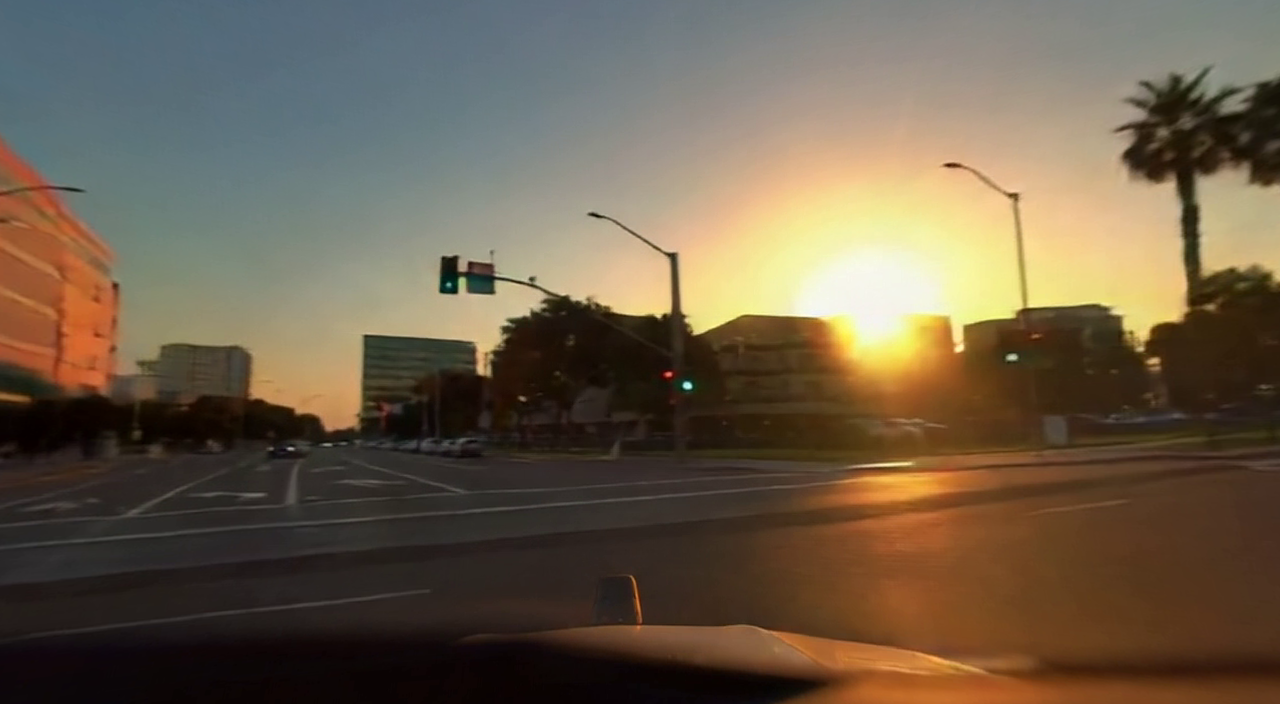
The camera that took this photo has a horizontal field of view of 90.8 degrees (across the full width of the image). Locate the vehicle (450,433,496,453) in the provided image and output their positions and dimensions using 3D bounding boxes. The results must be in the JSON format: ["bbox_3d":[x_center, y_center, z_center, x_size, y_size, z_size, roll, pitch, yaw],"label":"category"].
[{"bbox_3d":[-13.189,7.196,49.641,1.870,1.456,4.605,6,-11,-35],"label":"vehicle"}]
